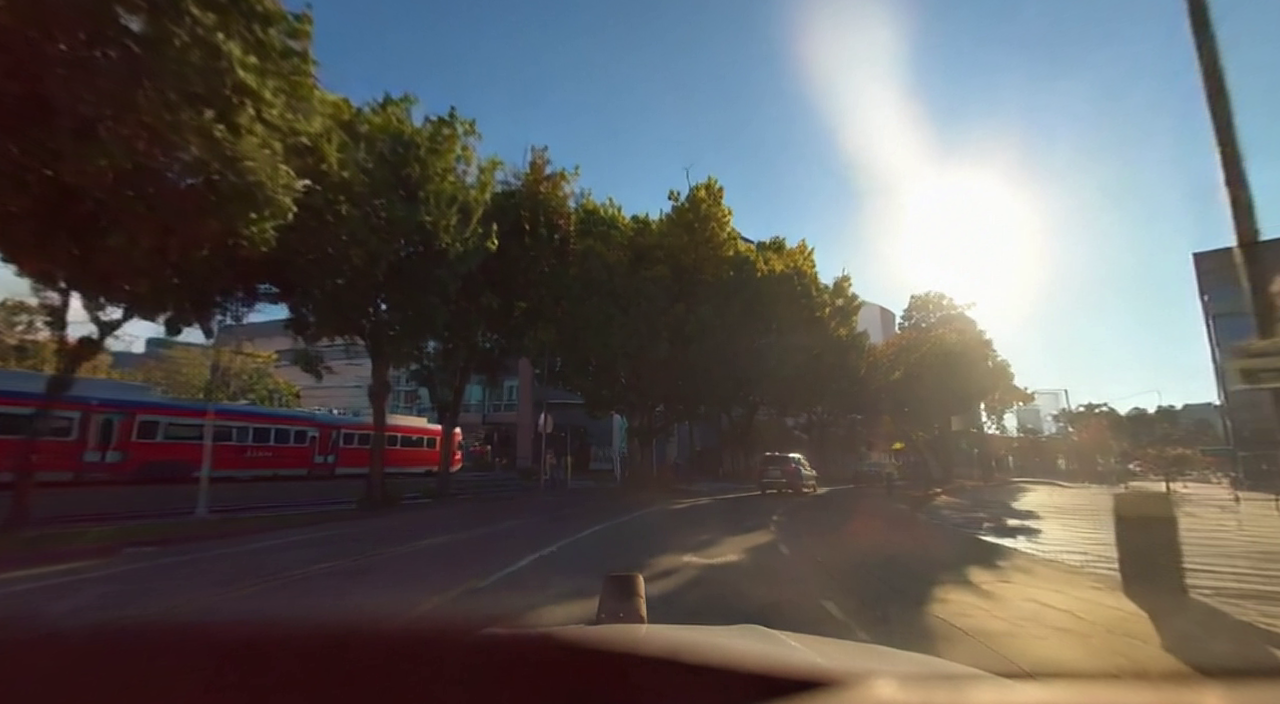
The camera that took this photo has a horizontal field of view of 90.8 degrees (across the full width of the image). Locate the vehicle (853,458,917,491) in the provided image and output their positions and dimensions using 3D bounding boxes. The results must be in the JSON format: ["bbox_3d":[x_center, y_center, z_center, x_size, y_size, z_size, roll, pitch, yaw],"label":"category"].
[{"bbox_3d":[14.517,7.179,37.375,2.010,1.725,4.320,-8,-12,42],"label":"vehicle"}]

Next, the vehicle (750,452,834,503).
[{"bbox_3d":[6.104,4.886,25.083,2.263,1.765,4.237,-4,-10,27],"label":"vehicle"}]
